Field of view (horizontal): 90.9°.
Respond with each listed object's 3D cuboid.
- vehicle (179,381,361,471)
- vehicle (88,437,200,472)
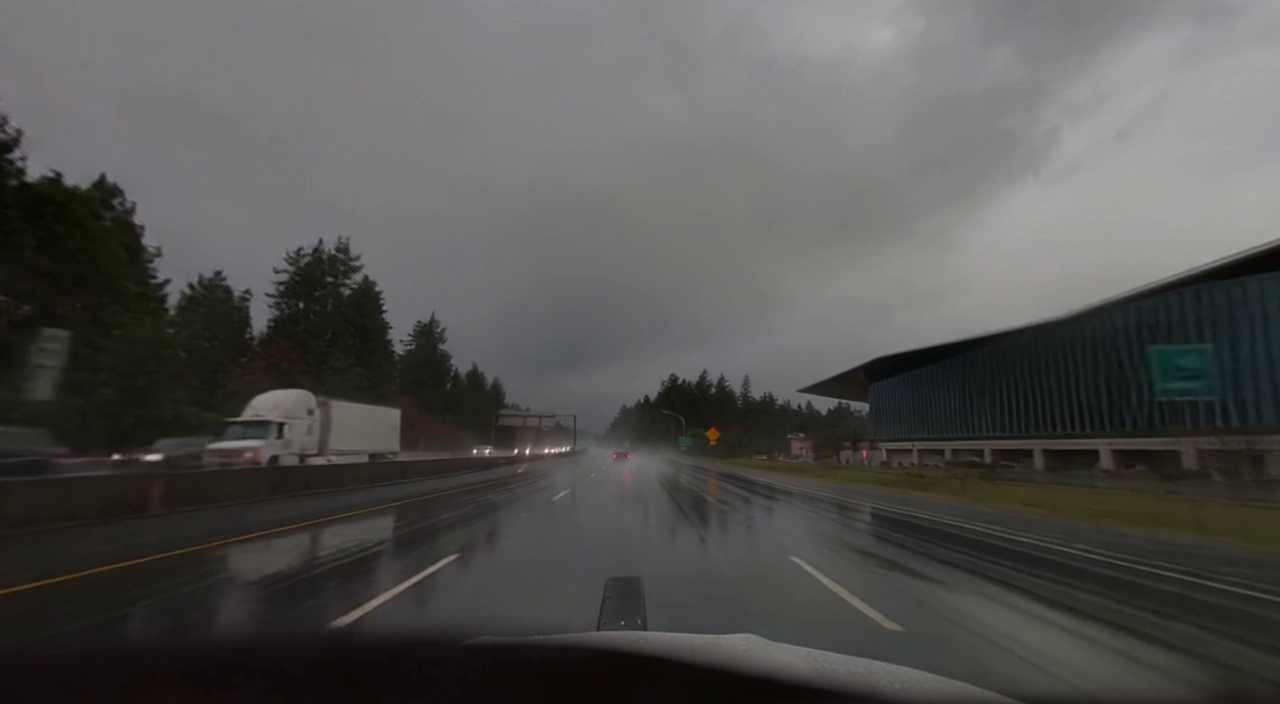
[{"bbox_3d":[-18.808,4.095,33.451,2.999,3.950,11.072,0,-9,-1],"label":"vehicle"},{"bbox_3d":[-24.212,5.021,31.013,1.886,1.573,4.304,-1,-9,2],"label":"vehicle"}]
